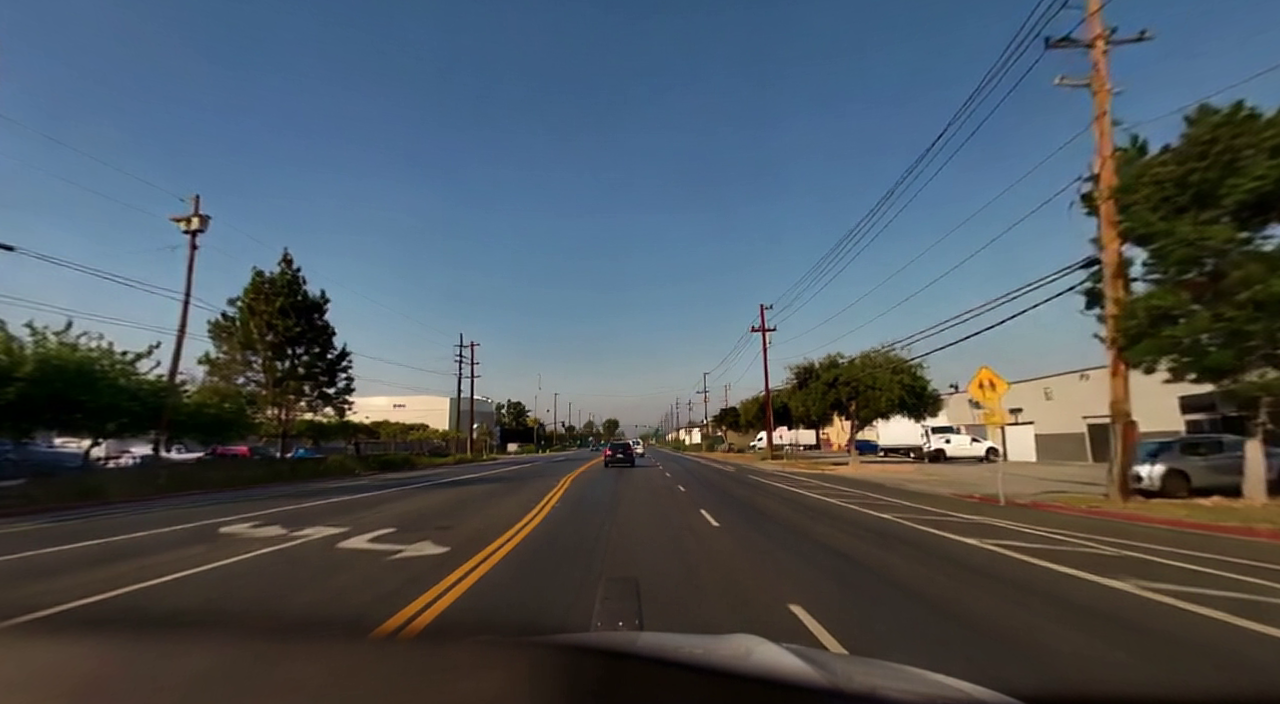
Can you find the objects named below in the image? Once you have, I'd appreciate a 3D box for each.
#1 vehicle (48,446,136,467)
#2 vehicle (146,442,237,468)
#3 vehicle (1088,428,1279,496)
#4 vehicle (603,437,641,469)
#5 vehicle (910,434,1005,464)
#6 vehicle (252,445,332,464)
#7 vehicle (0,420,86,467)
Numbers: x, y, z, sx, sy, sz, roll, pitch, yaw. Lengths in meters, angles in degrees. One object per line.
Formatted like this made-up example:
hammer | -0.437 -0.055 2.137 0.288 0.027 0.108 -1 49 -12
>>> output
vehicle | -39.649 7.565 45.792 4.525 1.491 1.908 0 -8 -2
vehicle | -26.695 6.145 37.706 3.983 1.472 1.898 0 -8 0
vehicle | 18.956 3.634 21.250 2.423 2.005 5.671 4 -10 -28
vehicle | -0.981 5.499 34.552 1.937 1.588 3.746 0 -8 -1
vehicle | 23.135 7.099 46.246 5.669 2.073 2.297 -1 -8 2
vehicle | -26.542 7.815 48.299 4.728 1.431 2.287 0 -8 -2
vehicle | -48.497 7.182 49.470 7.180 3.465 2.763 0 -8 -4
